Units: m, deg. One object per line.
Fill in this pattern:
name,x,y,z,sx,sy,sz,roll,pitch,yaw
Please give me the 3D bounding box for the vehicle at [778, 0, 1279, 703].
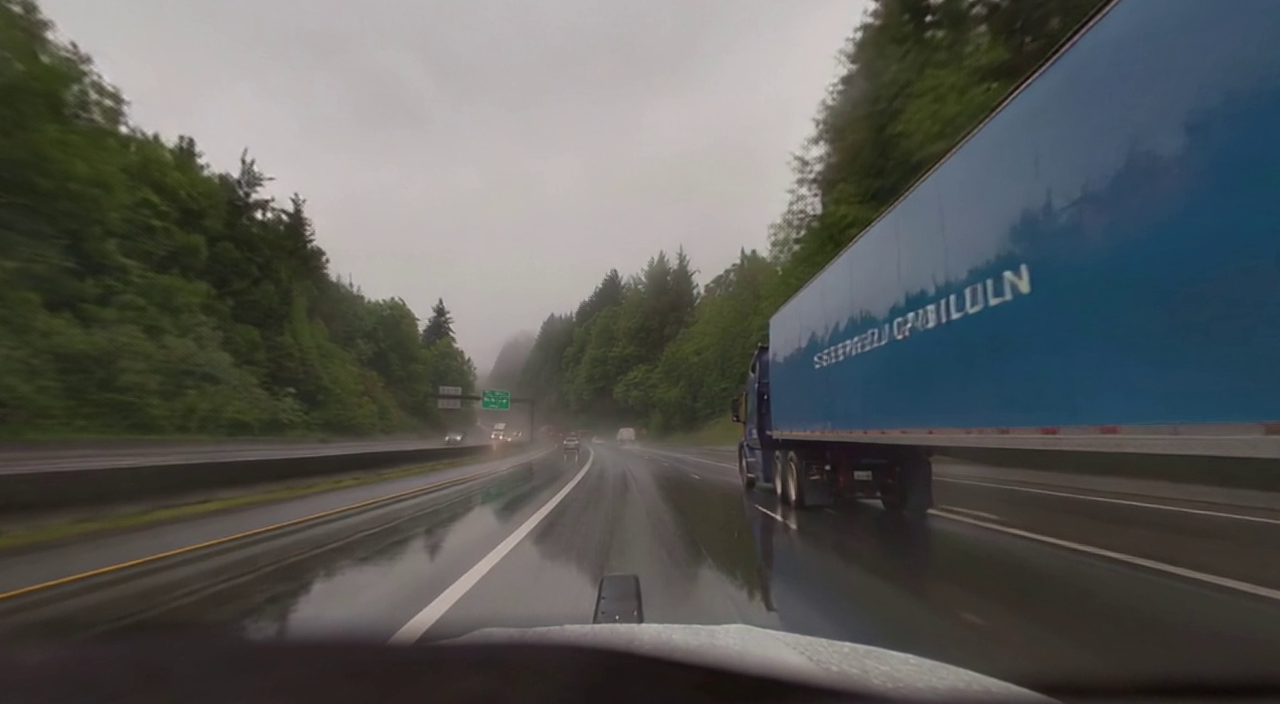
vehicle,4.058,-0.127,4.169,2.910,4.051,14.278,0,-8,-1
